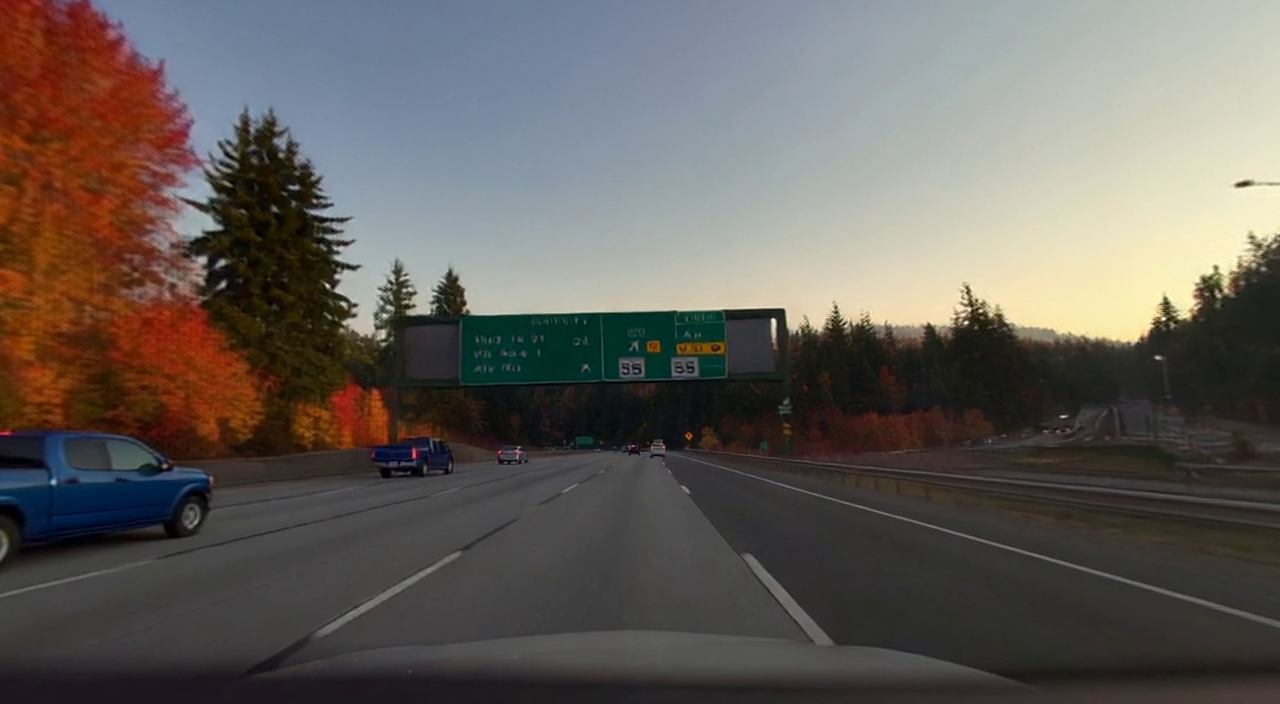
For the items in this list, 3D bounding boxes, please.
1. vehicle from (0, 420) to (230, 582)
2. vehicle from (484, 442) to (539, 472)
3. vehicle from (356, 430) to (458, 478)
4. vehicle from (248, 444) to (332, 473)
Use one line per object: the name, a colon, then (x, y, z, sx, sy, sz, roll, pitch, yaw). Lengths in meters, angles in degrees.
vehicle: (-7.218, 1.597, 7.113, 1.965, 1.567, 4.686, 0, -8, 1)
vehicle: (-6.724, 5.526, 33.424, 1.919, 1.499, 4.234, 0, -8, 1)
vehicle: (-10.532, 4.657, 29.162, 2.347, 1.984, 5.778, 0, -8, 2)
vehicle: (-20.744, 6.320, 37.679, 2.019, 1.623, 4.950, 0, -8, 2)
